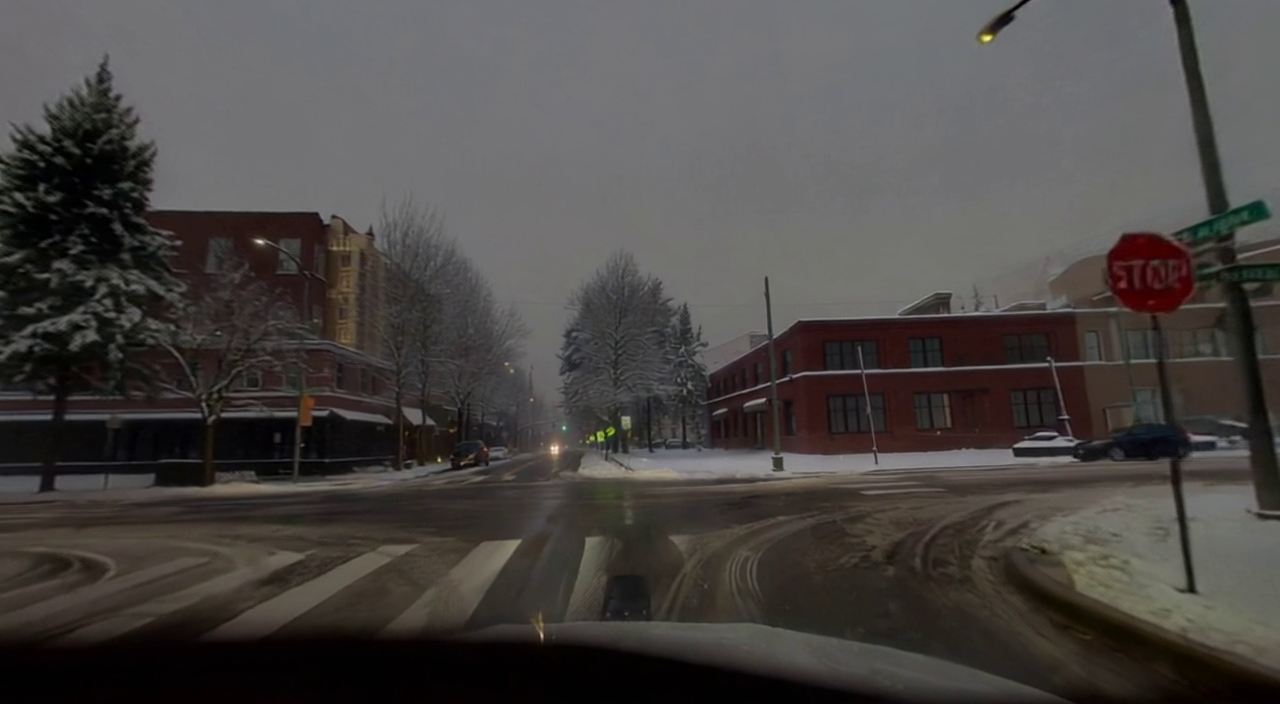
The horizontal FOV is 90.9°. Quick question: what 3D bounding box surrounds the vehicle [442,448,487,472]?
[{"bbox_3d":[-11.510,7.094,41.694,2.033,1.491,4.298,0,-9,-4],"label":"vehicle"}]
